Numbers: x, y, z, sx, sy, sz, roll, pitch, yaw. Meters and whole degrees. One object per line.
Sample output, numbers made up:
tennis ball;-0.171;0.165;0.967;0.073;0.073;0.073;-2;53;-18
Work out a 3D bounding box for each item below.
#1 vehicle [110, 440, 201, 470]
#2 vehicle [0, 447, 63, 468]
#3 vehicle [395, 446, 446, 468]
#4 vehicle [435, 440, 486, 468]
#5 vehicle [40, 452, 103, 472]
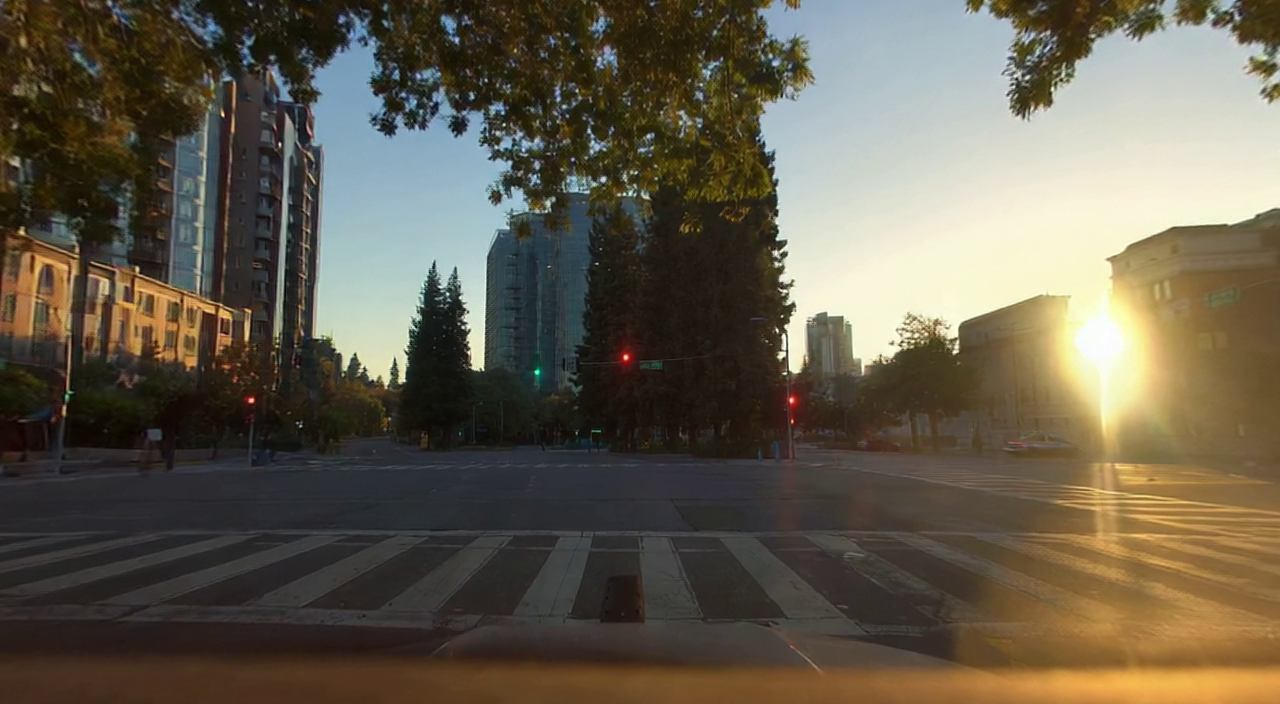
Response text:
vehicle;-34.905;7.415;45.746;2.204;1.955;5.518;0;-8;0
vehicle;-45.263;7.757;46.597;1.858;1.467;3.624;0;-8;0
vehicle;-15.504;7.442;44.794;2.056;1.450;4.343;0;-8;0
vehicle;-11.957;6.785;42.329;2.080;1.763;4.341;0;-8;0
vehicle;-41.579;8.027;46.285;1.552;1.339;3.340;-2;-9;-1
